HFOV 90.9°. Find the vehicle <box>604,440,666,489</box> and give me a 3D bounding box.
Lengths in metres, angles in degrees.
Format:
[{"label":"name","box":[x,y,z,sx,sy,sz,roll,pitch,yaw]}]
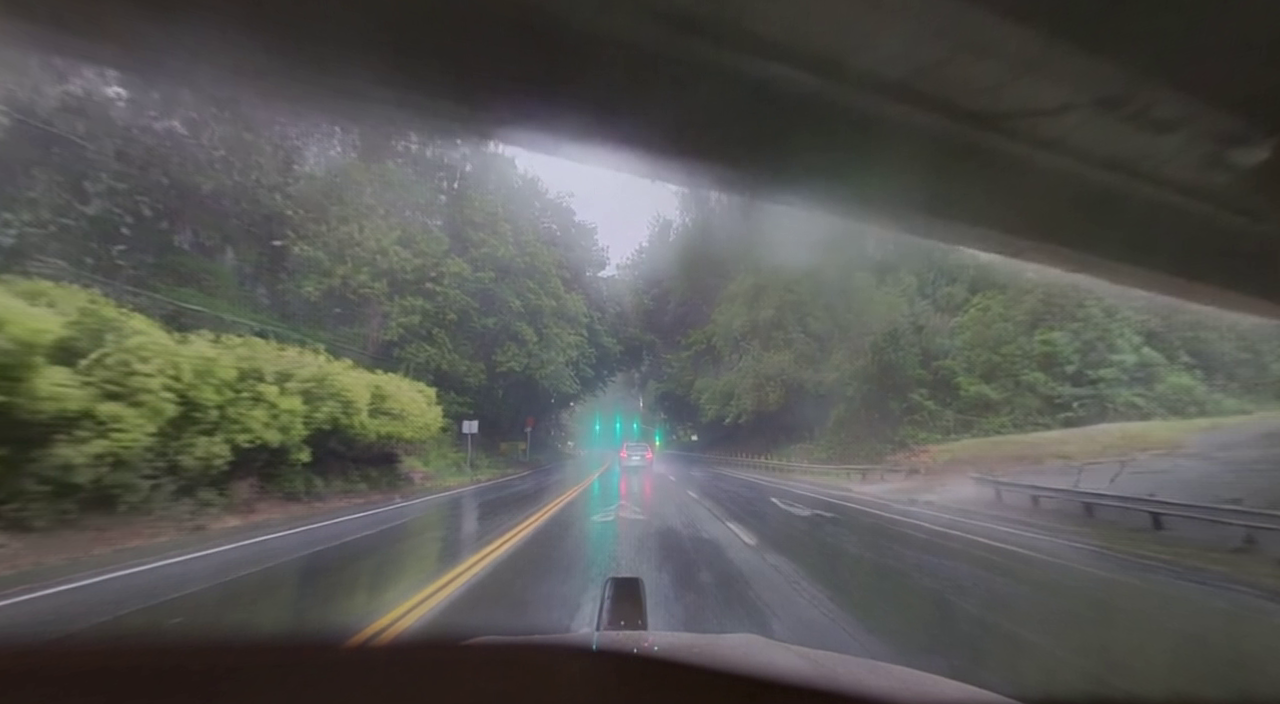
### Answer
[{"label":"vehicle","box":[-0.188,3.988,22.573,2.037,1.601,3.643,0,-9,-1]}]
